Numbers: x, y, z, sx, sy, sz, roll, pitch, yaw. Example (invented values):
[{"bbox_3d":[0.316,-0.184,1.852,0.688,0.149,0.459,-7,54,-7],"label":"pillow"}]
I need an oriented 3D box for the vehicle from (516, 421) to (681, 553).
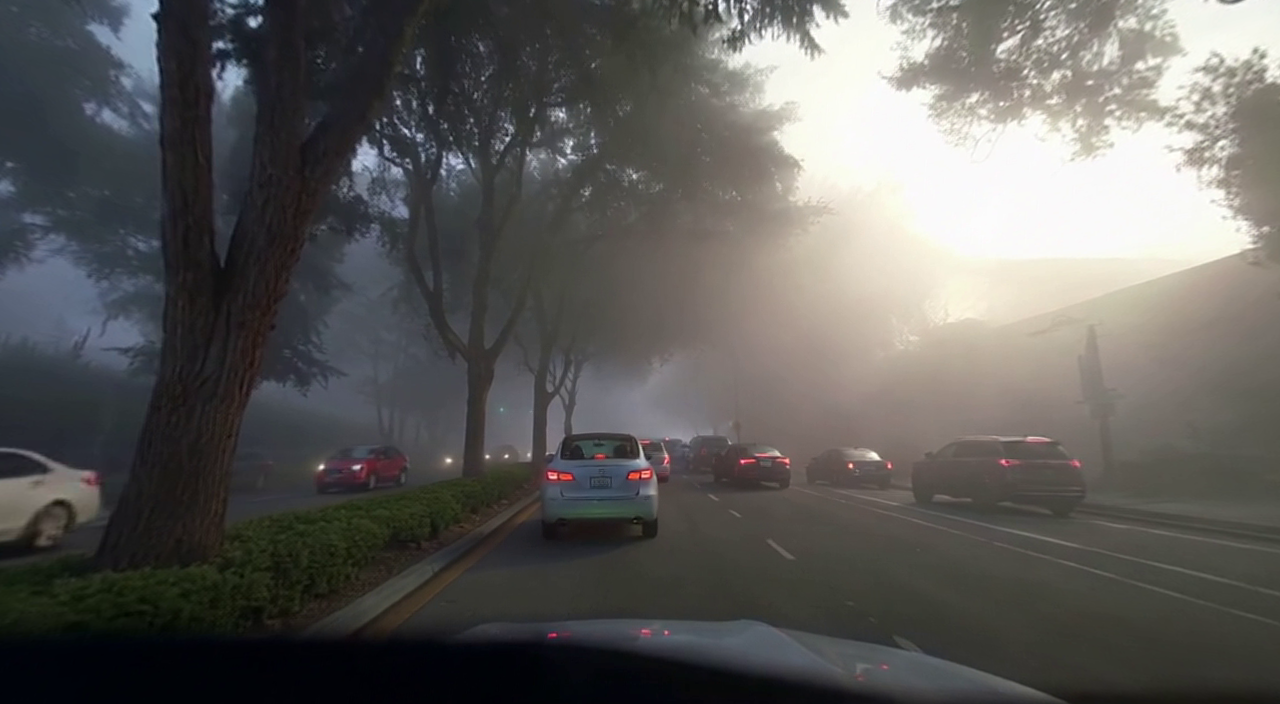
[{"bbox_3d":[-0.639,1.994,9.990,2.106,1.655,3.717,0,-8,-4],"label":"vehicle"}]

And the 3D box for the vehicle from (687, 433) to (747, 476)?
[{"bbox_3d":[3.468,4.729,29.414,2.114,1.846,4.659,0,-8,-1],"label":"vehicle"}]

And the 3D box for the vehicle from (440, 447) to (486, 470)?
[{"bbox_3d":[-11.893,7.181,42.742,1.866,1.404,4.507,0,-8,0],"label":"vehicle"}]

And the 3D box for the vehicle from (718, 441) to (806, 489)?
[{"bbox_3d":[4.007,3.793,21.605,2.175,1.477,4.520,0,-8,1],"label":"vehicle"}]

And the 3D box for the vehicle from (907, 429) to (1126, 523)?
[{"bbox_3d":[7.820,2.593,13.773,2.168,1.709,4.289,0,-8,1],"label":"vehicle"}]

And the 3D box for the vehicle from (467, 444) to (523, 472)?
[{"bbox_3d":[-8.214,6.030,36.188,2.039,1.466,4.553,0,-8,1],"label":"vehicle"}]

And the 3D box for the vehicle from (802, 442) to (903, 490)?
[{"bbox_3d":[7.227,3.907,21.995,1.977,1.485,4.308,0,-8,0],"label":"vehicle"}]

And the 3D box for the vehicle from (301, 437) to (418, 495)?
[{"bbox_3d":[-8.904,3.637,20.486,1.920,1.663,4.036,0,-8,0],"label":"vehicle"}]

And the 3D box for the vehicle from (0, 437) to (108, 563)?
[{"bbox_3d":[-8.734,1.674,6.826,1.938,1.513,4.593,0,-8,0],"label":"vehicle"}]

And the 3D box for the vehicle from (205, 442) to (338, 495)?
[{"bbox_3d":[-13.230,4.182,23.097,1.947,1.703,4.525,0,-8,3],"label":"vehicle"}]
